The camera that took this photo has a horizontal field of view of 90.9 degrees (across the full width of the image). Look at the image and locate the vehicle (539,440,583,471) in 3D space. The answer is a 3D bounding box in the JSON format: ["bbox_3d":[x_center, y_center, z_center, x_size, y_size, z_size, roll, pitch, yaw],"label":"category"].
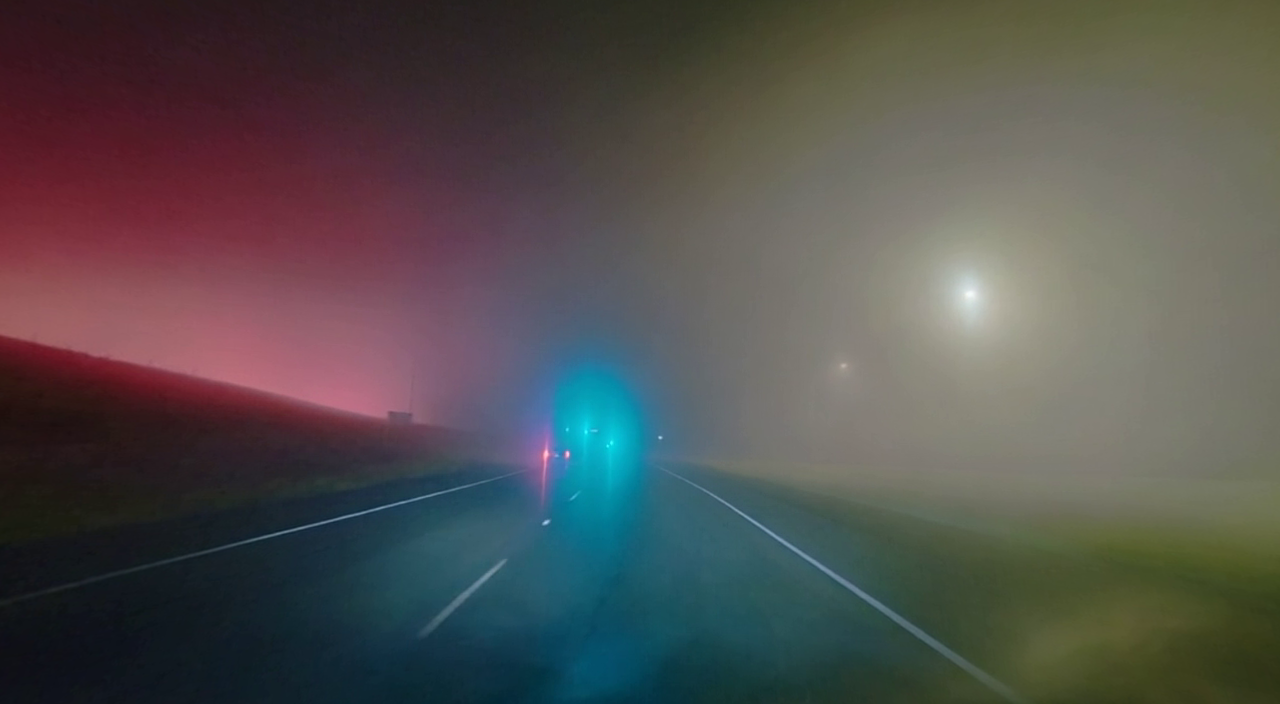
[{"bbox_3d":[-4.096,5.455,33.363,1.968,1.503,4.443,0,-8,-3],"label":"vehicle"}]
